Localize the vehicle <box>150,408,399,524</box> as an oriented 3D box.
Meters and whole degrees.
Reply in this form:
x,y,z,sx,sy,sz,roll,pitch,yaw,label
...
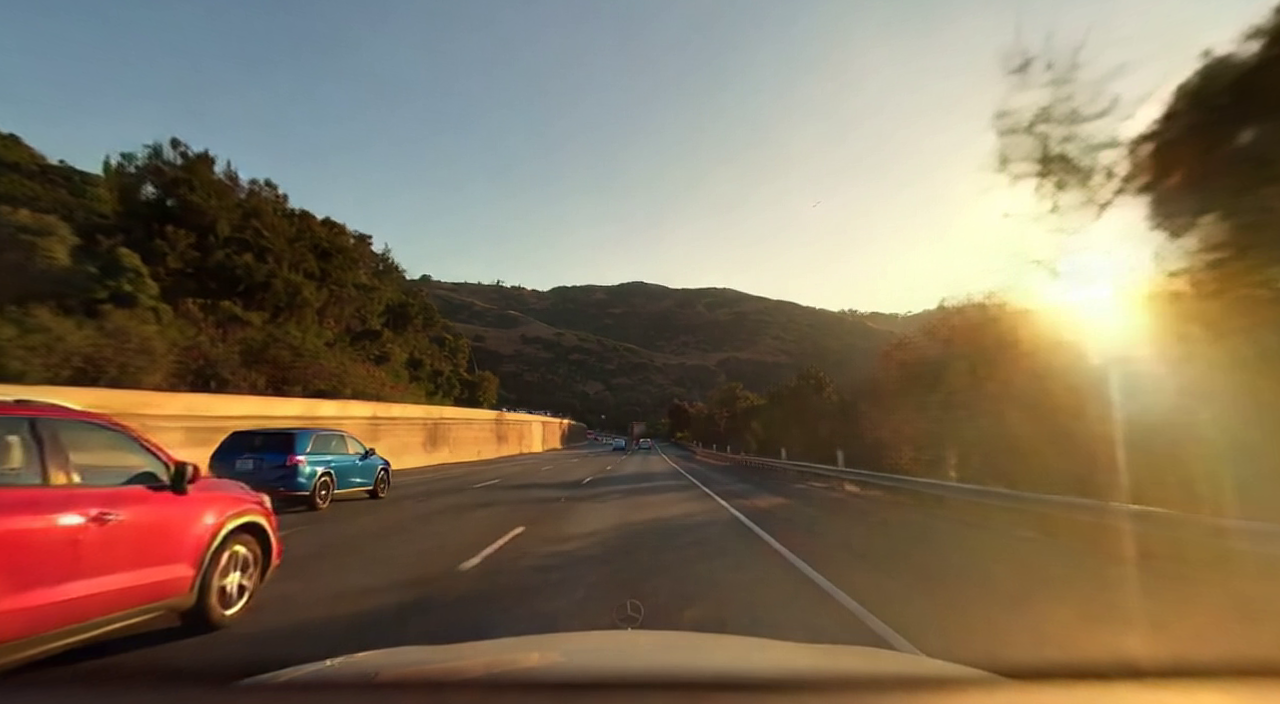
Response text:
x,y,z,sx,sy,sz,roll,pitch,yaw,label
-7.120,2.291,13.144,2.151,1.925,4.945,0,-9,1,vehicle

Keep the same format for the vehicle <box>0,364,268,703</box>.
x,y,z,sx,sy,sz,roll,pitch,yaw,label
-3.712,0.847,2.374,1.983,1.663,4.290,0,-9,0,vehicle
